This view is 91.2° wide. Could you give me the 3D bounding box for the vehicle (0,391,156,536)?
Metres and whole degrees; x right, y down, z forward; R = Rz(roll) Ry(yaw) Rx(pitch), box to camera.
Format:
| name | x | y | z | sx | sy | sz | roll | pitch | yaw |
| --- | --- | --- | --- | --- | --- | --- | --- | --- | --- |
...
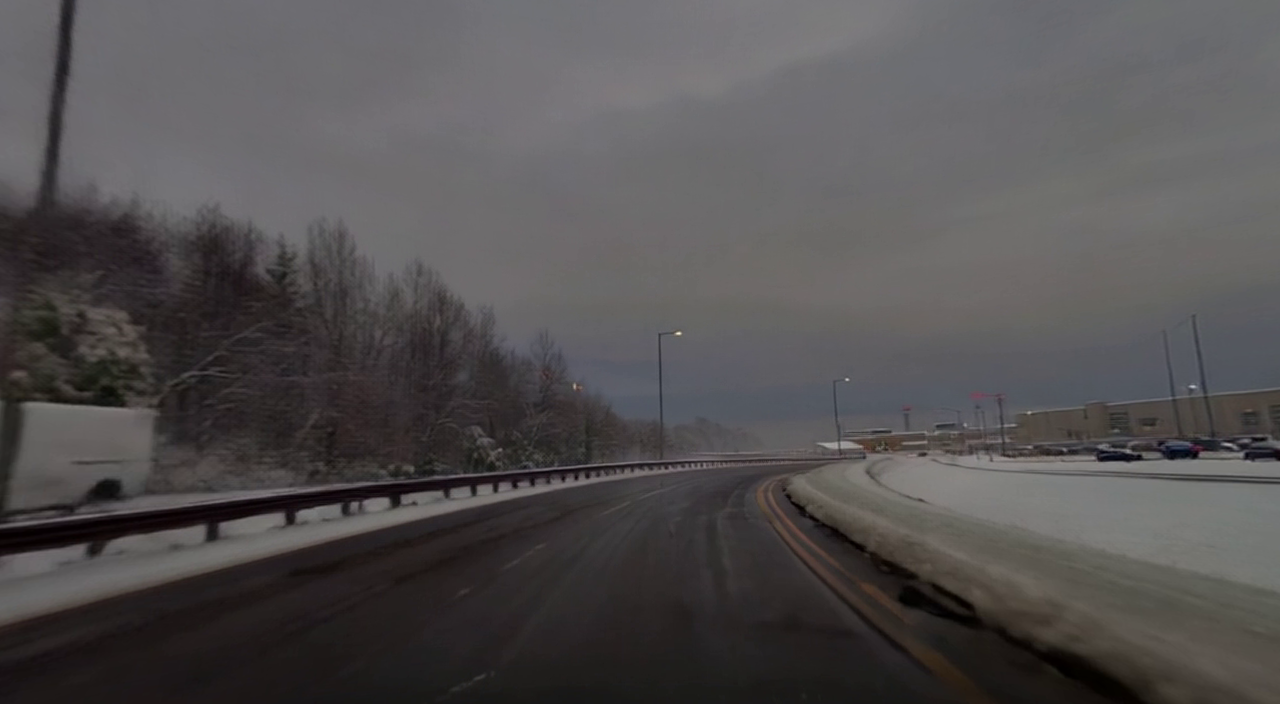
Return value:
| name | x | y | z | sx | sy | sz | roll | pitch | yaw |
| --- | --- | --- | --- | --- | --- | --- | --- | --- | --- |
| vehicle | -12.934 | 2.100 | 11.848 | 2.396 | 2.635 | 5.921 | -1 | -9 | 5 |
